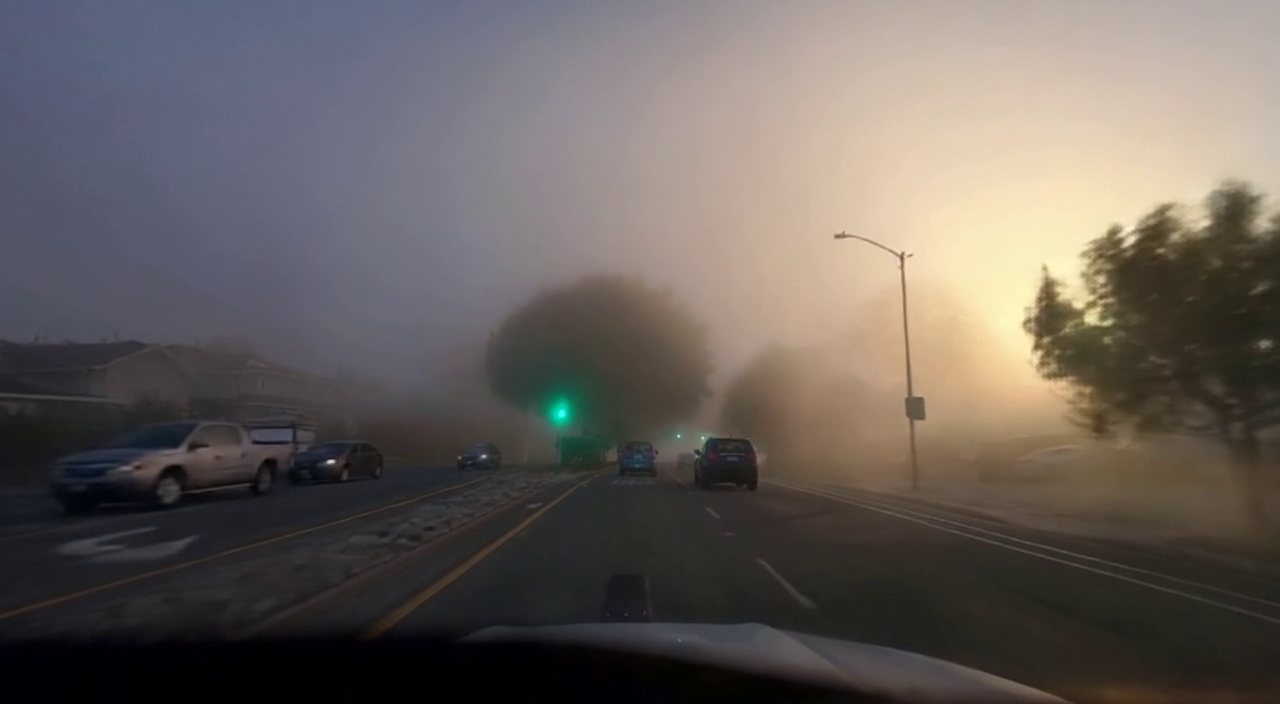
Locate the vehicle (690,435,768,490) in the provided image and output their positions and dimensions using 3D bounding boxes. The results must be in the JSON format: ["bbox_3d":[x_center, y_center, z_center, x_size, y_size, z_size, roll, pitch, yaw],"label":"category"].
[{"bbox_3d":[3.078,3.950,22.874,2.166,1.799,4.372,0,-8,0],"label":"vehicle"}]

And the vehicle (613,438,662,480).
[{"bbox_3d":[-0.074,5.052,30.051,2.185,1.822,4.391,0,-8,1],"label":"vehicle"}]

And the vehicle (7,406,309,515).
[{"bbox_3d":[-9.195,2.138,12.873,1.893,1.735,5.318,0,-8,1],"label":"vehicle"}]

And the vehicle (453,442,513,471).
[{"bbox_3d":[-8.763,5.848,35.623,1.991,1.503,4.688,-1,-8,3],"label":"vehicle"}]

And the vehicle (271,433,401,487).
[{"bbox_3d":[-9.158,3.268,19.452,1.829,1.463,4.403,0,-8,0],"label":"vehicle"}]
